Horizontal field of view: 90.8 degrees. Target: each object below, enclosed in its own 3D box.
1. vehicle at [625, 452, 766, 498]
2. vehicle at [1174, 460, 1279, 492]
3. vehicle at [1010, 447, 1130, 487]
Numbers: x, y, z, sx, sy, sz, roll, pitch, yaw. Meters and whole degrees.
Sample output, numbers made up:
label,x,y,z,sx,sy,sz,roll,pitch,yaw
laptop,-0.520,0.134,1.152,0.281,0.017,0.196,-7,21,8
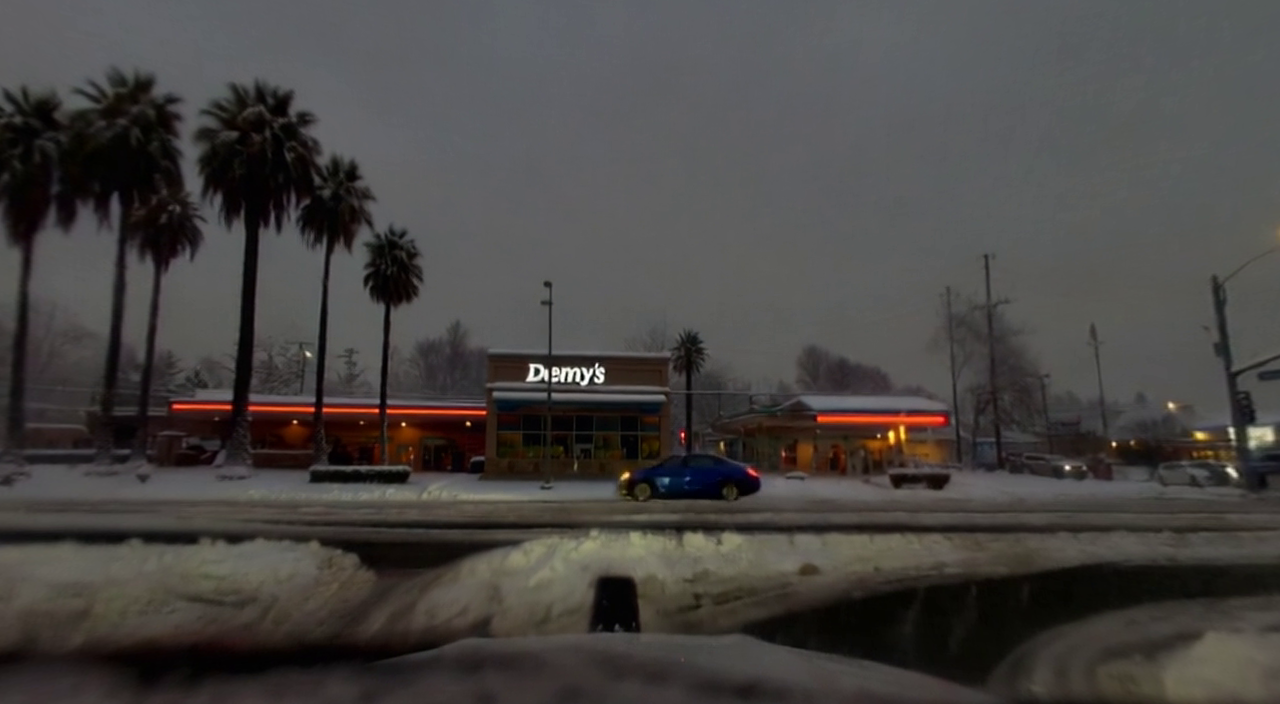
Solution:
label,x,y,z,sx,sy,sz,roll,pitch,yaw
vehicle,1.799,4.192,21.698,4.570,1.480,1.873,1,-8,-3
vehicle,32.669,6.811,34.977,2.074,1.480,4.369,1,-8,-5
vehicle,22.784,6.070,33.578,4.880,1.754,2.202,0,-5,-5
